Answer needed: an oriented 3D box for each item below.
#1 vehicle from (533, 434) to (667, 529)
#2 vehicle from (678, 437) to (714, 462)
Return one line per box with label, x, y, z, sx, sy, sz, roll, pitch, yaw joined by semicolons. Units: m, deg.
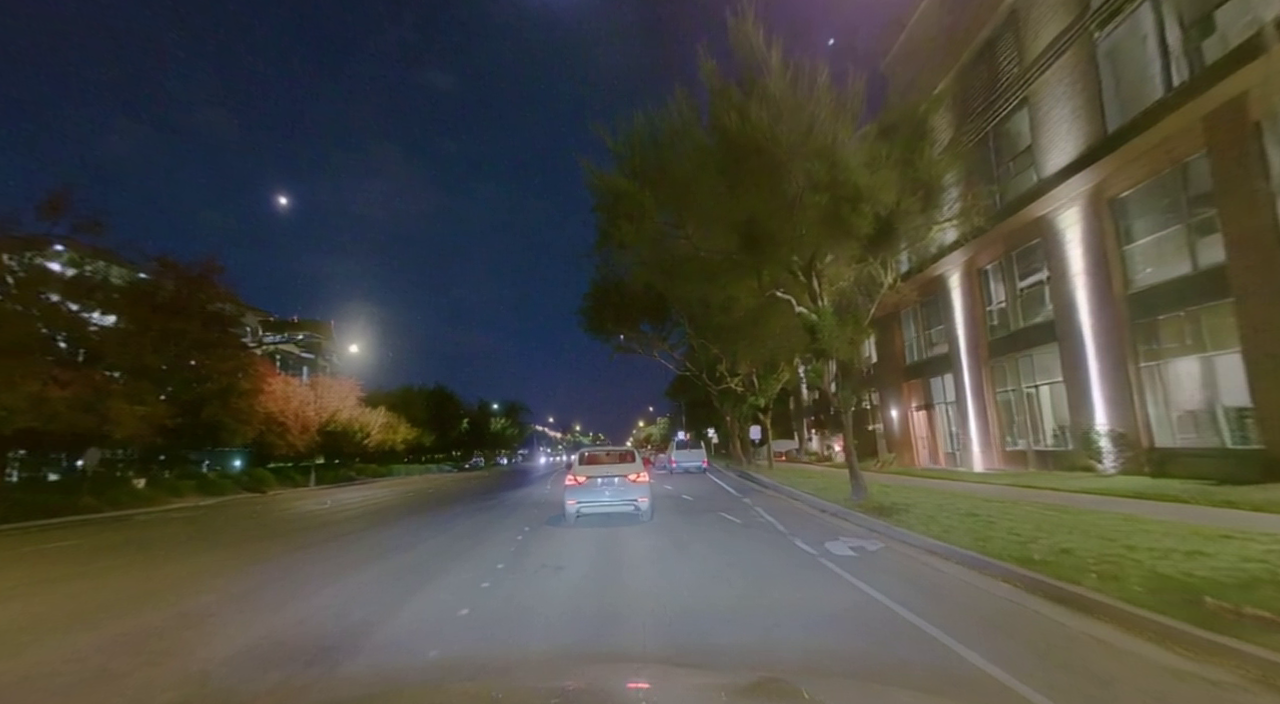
vehicle;-0.746;2.378;12.260;2.116;1.479;4.358;0;-8;-3
vehicle;3.467;6.095;39.641;1.972;1.484;3.974;0;-8;1
